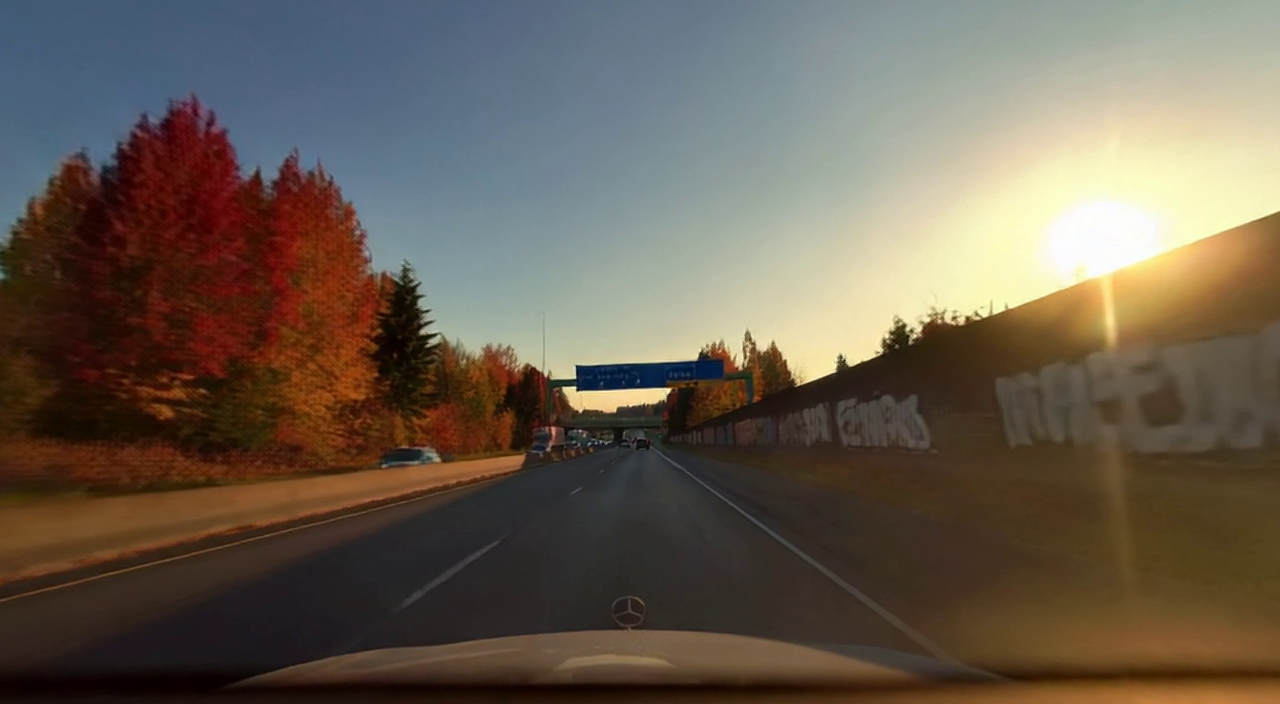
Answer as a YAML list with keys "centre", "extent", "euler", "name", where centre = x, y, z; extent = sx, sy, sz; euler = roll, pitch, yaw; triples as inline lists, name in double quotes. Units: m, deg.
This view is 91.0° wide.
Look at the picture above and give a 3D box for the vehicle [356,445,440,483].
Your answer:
- centre: [-10.532, 4.871, 27.755]
  extent: [1.863, 1.487, 4.505]
  euler: [0, -8, 1]
  name: "vehicle"
